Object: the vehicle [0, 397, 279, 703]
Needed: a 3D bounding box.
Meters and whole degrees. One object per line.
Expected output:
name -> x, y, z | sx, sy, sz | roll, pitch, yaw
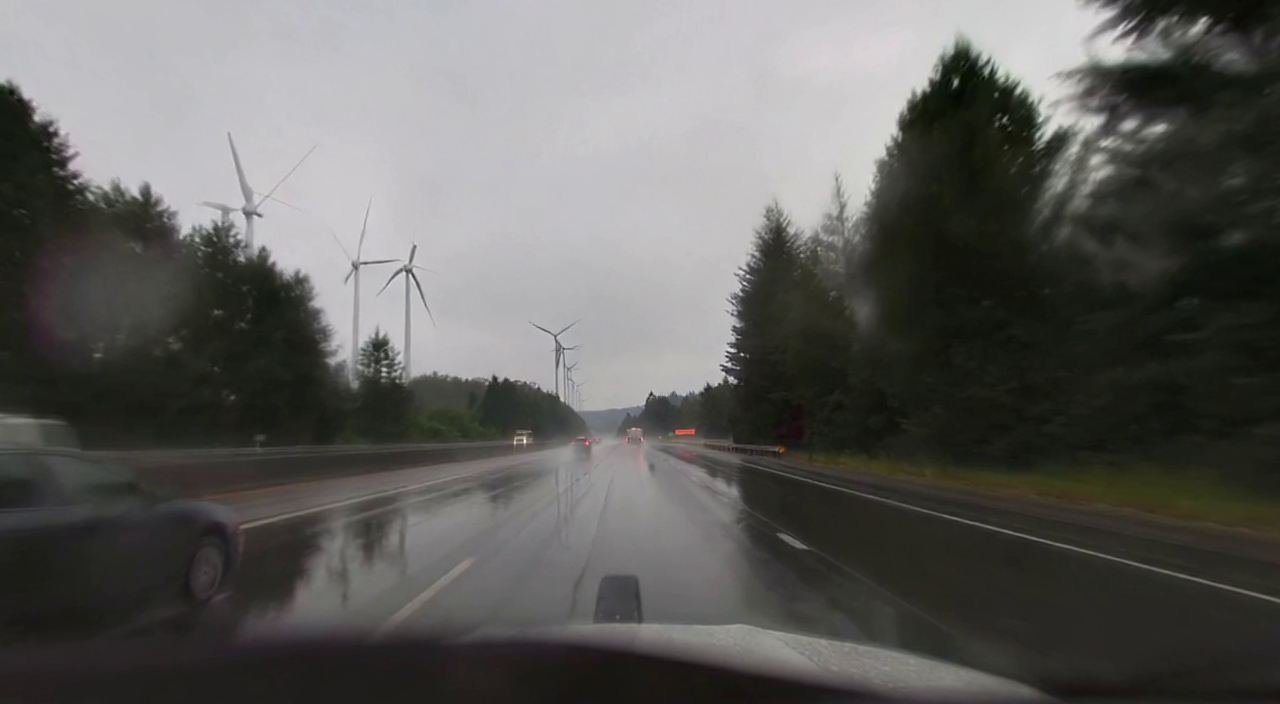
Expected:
vehicle -> -3.972, 1.004, 3.190 | 1.950, 1.511, 3.965 | 0, -8, -1
